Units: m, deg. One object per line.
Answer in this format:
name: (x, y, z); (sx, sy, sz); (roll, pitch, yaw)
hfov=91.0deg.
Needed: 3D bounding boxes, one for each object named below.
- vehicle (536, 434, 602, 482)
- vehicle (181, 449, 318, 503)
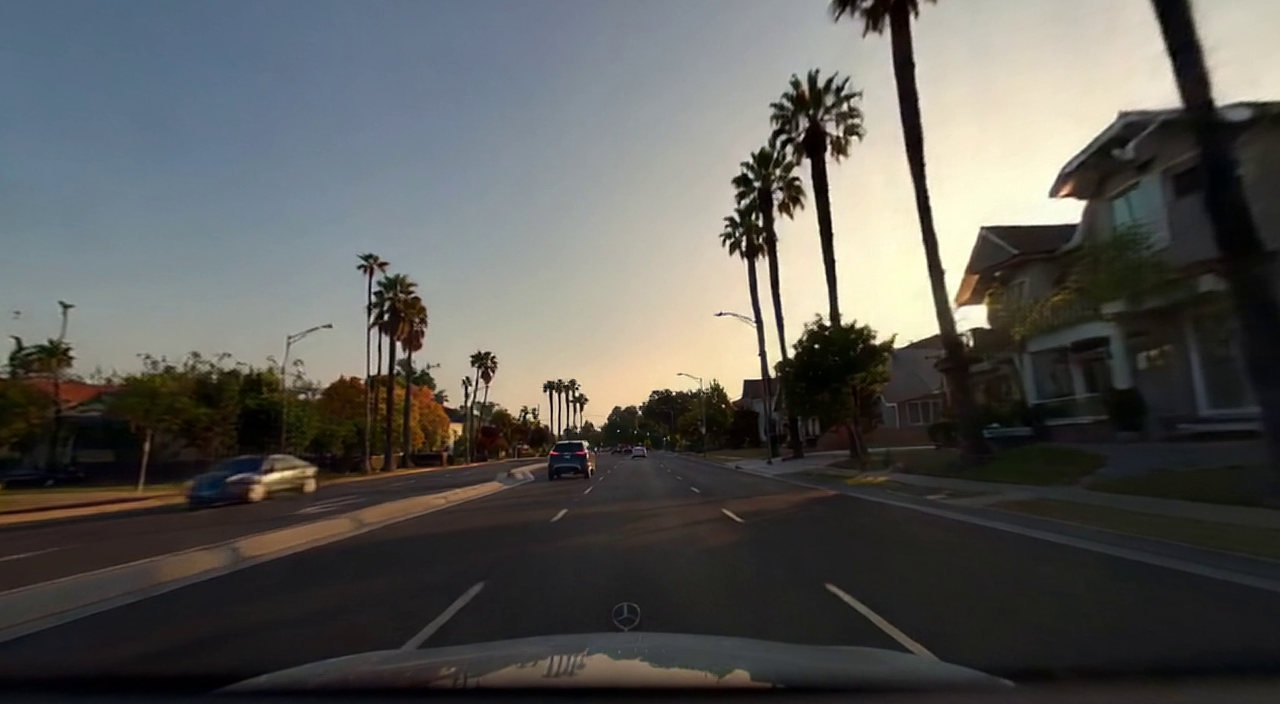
vehicle: (-3.188, 4.929, 29.541); (2.370, 1.968, 5.698); (0, -9, 0)
vehicle: (-14.292, 4.530, 23.468); (2.022, 1.756, 4.670); (0, -9, 1)
